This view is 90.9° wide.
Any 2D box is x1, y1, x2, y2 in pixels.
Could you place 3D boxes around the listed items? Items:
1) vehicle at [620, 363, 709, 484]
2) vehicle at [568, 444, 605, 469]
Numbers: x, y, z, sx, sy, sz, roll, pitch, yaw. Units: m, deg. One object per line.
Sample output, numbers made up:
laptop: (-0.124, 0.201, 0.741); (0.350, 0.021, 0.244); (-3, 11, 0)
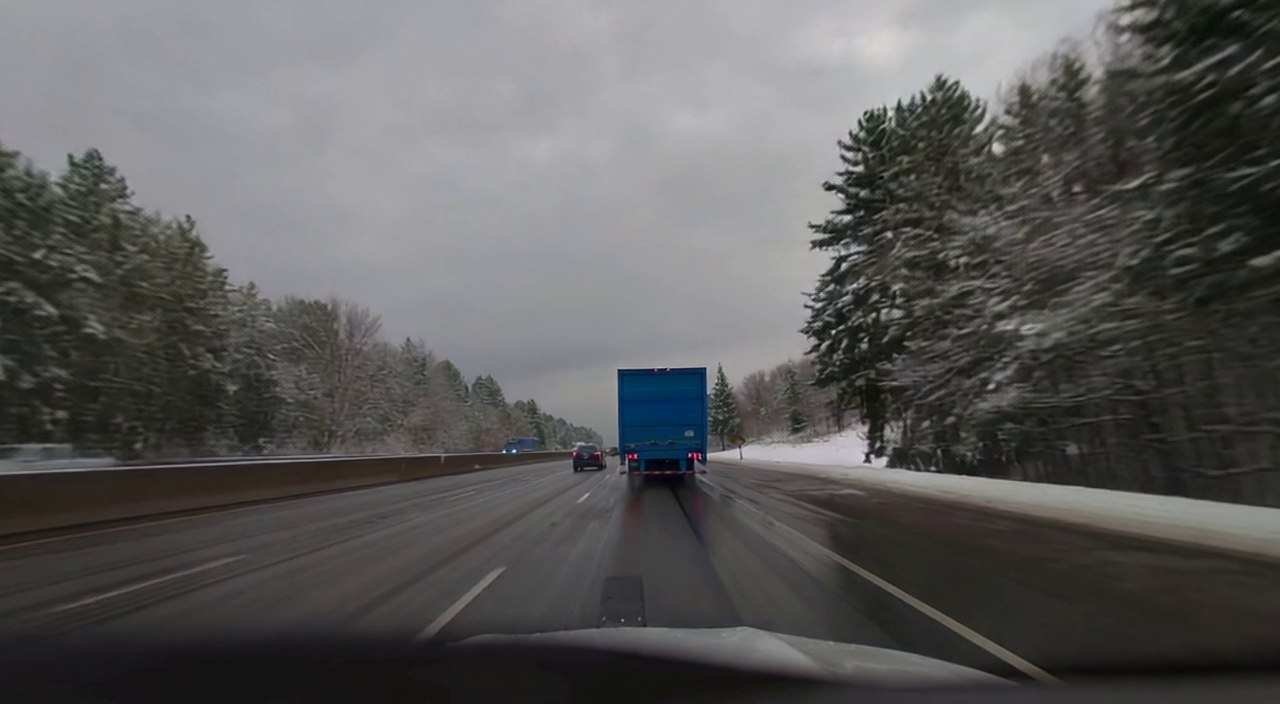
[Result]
vehicle: (0.770, 3.075, 25.795); (2.898, 3.973, 10.063); (0, -9, 0)
vehicle: (-3.286, 6.514, 39.480); (1.985, 1.482, 3.923); (0, -9, 0)
